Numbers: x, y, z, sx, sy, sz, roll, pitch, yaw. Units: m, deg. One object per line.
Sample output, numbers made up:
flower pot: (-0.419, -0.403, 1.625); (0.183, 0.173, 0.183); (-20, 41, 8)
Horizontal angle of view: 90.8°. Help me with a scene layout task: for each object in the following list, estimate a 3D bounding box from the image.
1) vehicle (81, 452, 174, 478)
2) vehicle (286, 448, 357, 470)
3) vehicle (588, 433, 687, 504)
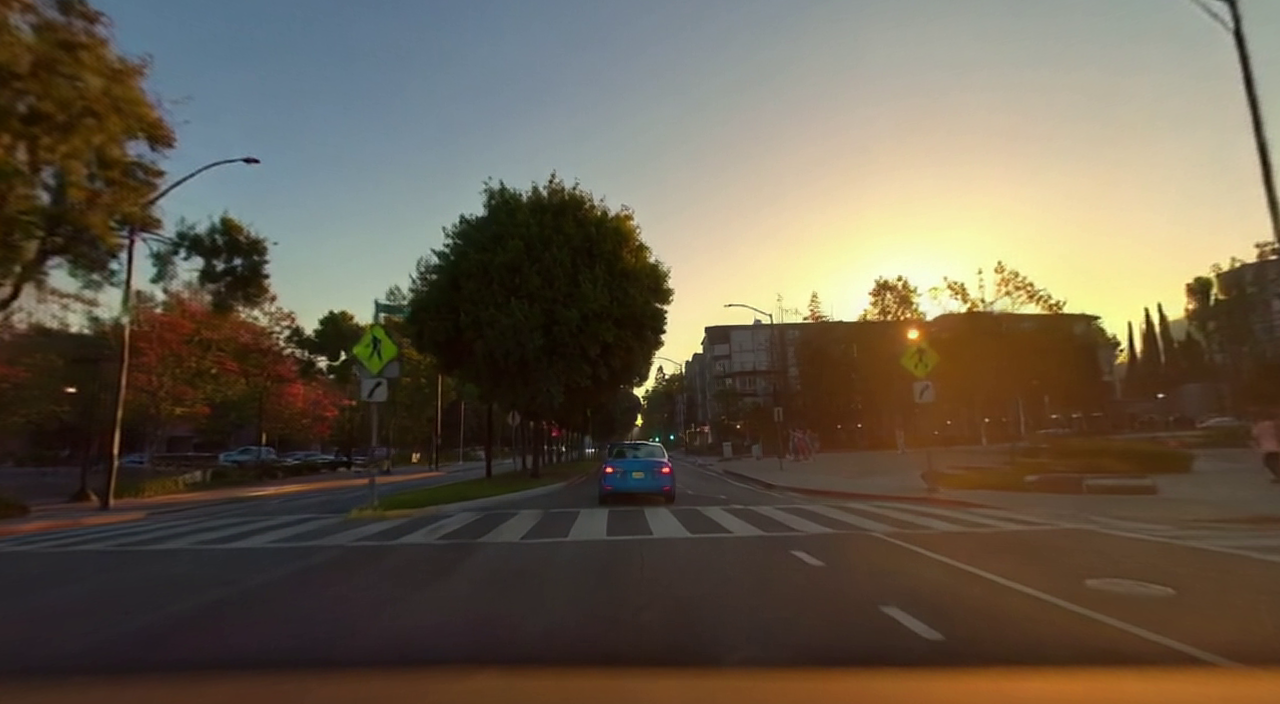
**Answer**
vehicle: (-35.597, 7.848, 43.988); (4.466, 1.619, 2.319); (-1, -8, -1)
vehicle: (-23.024, 7.750, 45.806); (4.038, 1.531, 2.015); (1, -9, -3)
vehicle: (-0.122, 2.940, 16.406); (2.221, 1.570, 4.398); (0, -8, -2)
